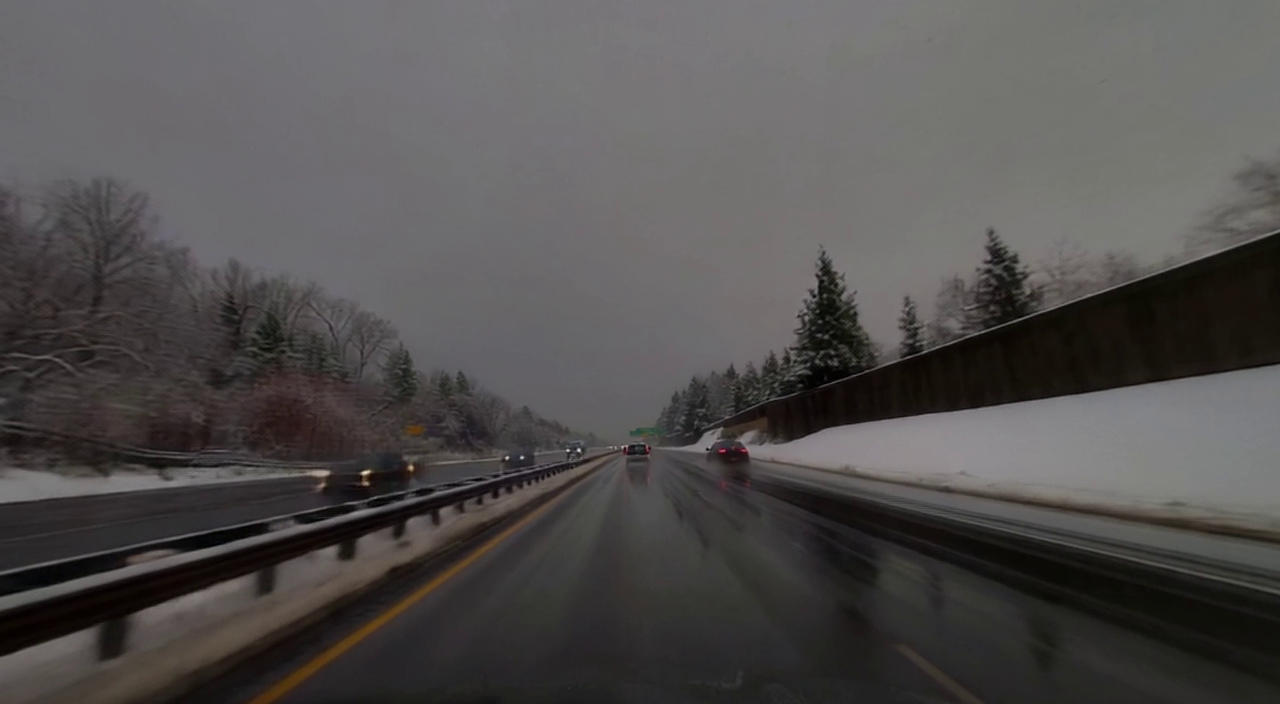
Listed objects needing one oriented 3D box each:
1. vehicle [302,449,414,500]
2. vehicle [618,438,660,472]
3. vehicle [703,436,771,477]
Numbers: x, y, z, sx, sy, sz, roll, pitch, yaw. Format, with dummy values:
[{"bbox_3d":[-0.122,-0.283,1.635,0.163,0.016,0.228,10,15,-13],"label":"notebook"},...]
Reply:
[{"bbox_3d":[-9.358,4.046,21.222,1.853,1.505,4.218,-1,-9,0],"label":"vehicle"},{"bbox_3d":[-0.086,5.496,33.519,2.095,1.671,4.219,0,-9,-1],"label":"vehicle"},{"bbox_3d":[4.137,4.528,27.356,2.303,1.614,4.154,-1,-9,0],"label":"vehicle"}]
